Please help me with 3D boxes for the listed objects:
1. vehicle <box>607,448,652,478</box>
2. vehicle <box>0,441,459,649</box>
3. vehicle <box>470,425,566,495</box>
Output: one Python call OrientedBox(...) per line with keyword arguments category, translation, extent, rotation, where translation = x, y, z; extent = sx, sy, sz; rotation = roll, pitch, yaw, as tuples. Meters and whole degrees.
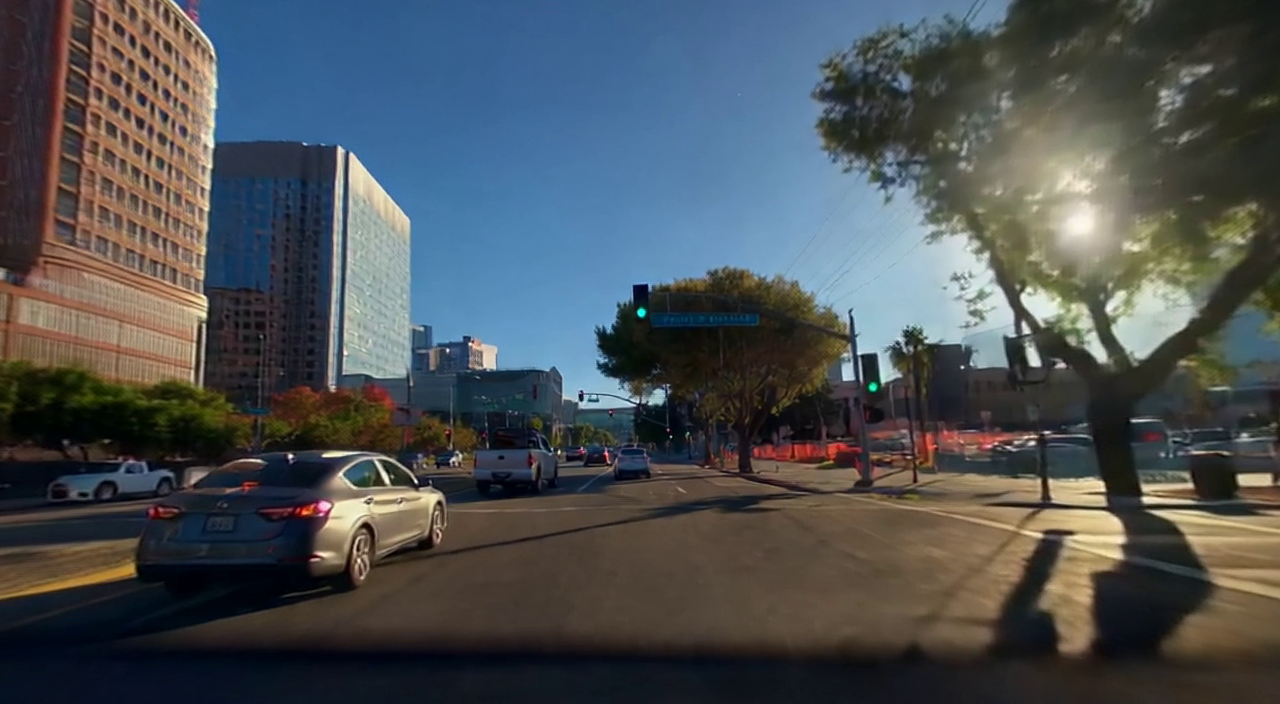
OrientedBox(category="vehicle", translation=(-0.558, 5.609, 32.224), extent=(2.171, 1.422, 4.146), rotation=(0, -9, -1))
OrientedBox(category="vehicle", translation=(-3.549, 1.670, 6.650), extent=(1.959, 1.406, 4.527), rotation=(0, -9, -1))
OrientedBox(category="vehicle", translation=(-3.865, 3.535, 20.925), extent=(2.240, 2.054, 4.662), rotation=(0, -9, 0))
